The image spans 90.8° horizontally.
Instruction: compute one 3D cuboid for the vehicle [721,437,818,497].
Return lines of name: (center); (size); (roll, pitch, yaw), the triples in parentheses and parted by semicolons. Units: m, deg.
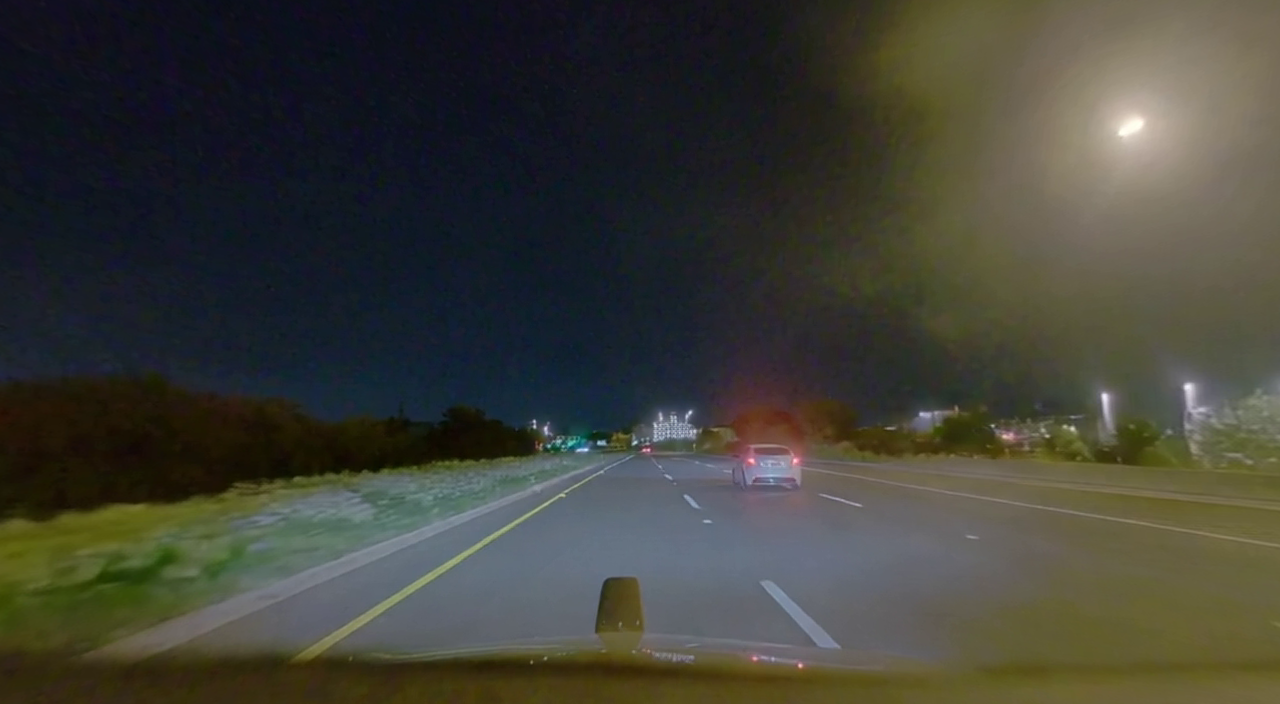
vehicle: (3.590, 3.256, 18.239); (1.874, 1.506, 4.116); (0, -8, -1)
